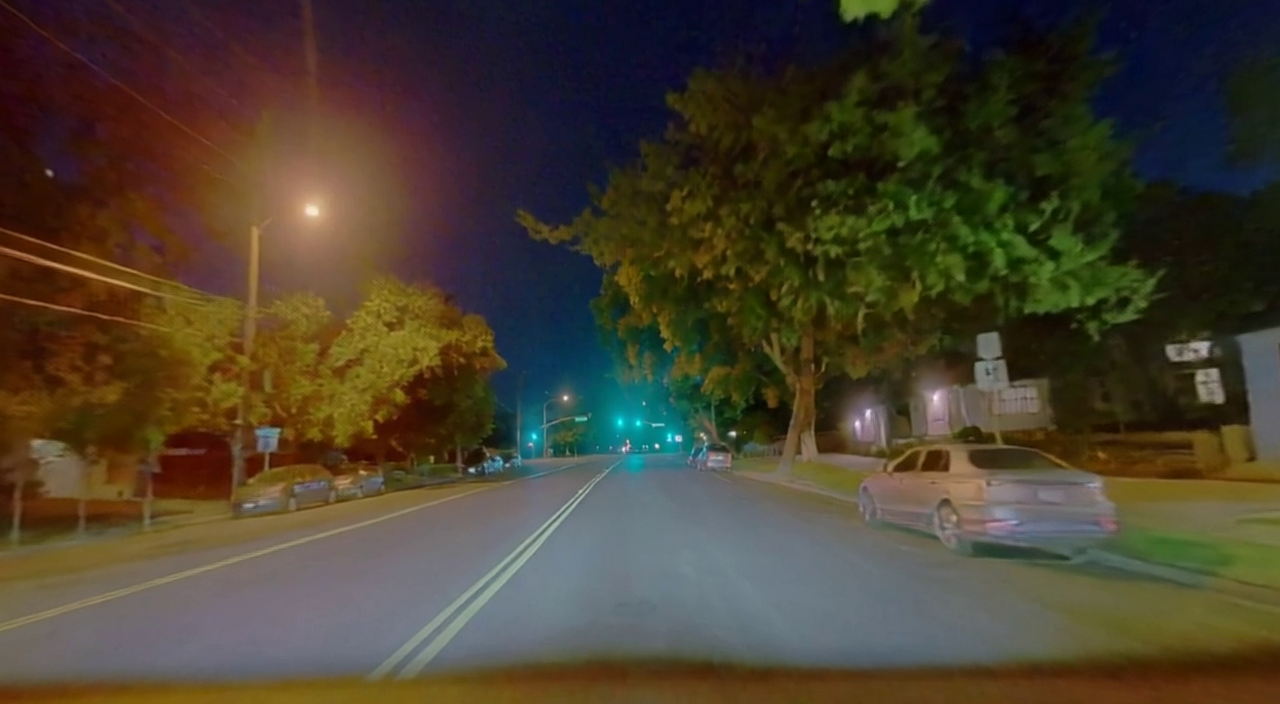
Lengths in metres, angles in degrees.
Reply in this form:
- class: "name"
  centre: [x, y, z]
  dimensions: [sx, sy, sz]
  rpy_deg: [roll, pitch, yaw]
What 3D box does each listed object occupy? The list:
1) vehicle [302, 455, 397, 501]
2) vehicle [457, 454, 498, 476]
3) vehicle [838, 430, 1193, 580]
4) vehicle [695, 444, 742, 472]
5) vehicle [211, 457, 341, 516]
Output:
- class: "vehicle"
  centre: [-11.724, 5.089, 25.847]
  dimensions: [2.008, 1.643, 4.130]
  rpy_deg: [0, -9, -2]
- class: "vehicle"
  centre: [-11.855, 8.262, 46.295]
  dimensions: [1.867, 1.471, 4.139]
  rpy_deg: [0, -9, 0]
- class: "vehicle"
  centre: [4.519, 1.904, 8.745]
  dimensions: [1.887, 1.480, 4.731]
  rpy_deg: [1, -9, -2]
- class: "vehicle"
  centre: [4.379, 6.015, 36.098]
  dimensions: [2.010, 1.461, 4.247]
  rpy_deg: [1, -9, -2]
- class: "vehicle"
  centre: [-11.567, 4.268, 20.474]
  dimensions: [1.845, 1.626, 4.105]
  rpy_deg: [0, -9, -2]
